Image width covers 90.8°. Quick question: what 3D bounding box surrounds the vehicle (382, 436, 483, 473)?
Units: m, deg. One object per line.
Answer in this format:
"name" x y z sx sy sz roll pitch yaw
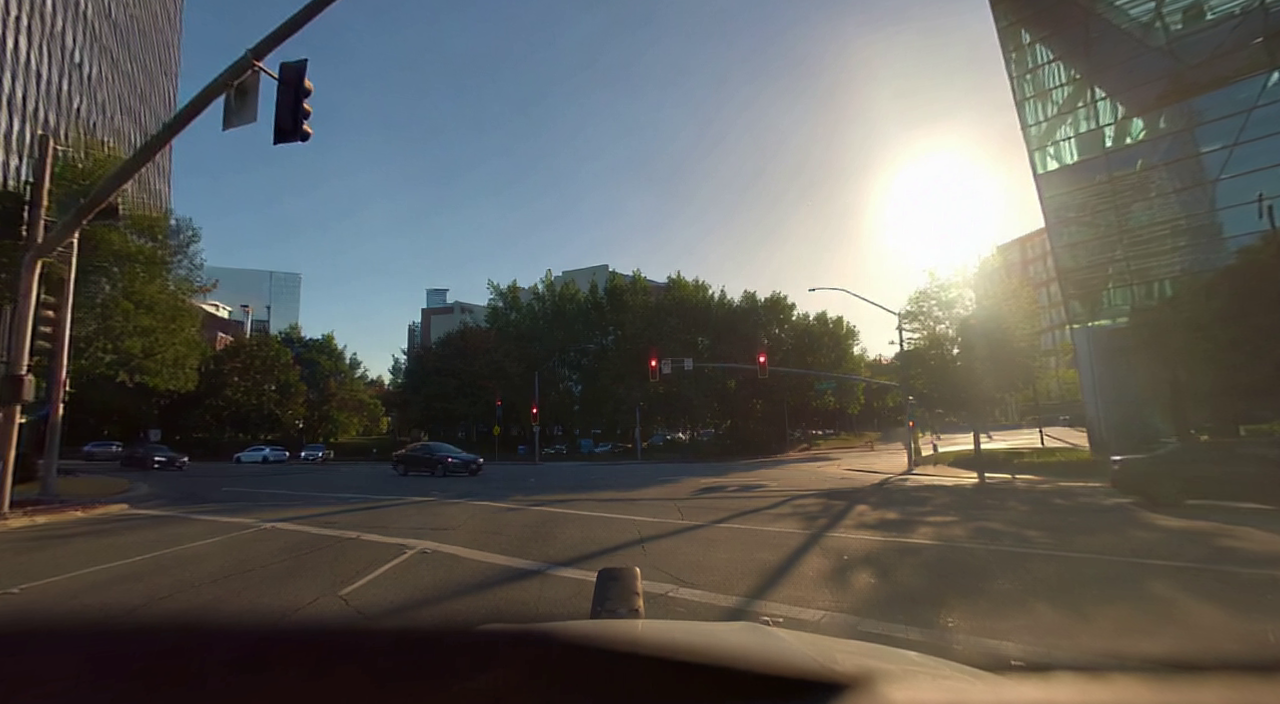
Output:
"vehicle" -9.728 4.776 29.524 4.698 1.609 1.975 -6 -10 34

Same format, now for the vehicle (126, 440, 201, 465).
"vehicle" -30.089 6.337 39.854 4.798 1.461 1.939 -5 -10 30

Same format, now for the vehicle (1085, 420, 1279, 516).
"vehicle" 12.232 2.328 12.927 4.849 1.766 2.080 -7 -11 38
